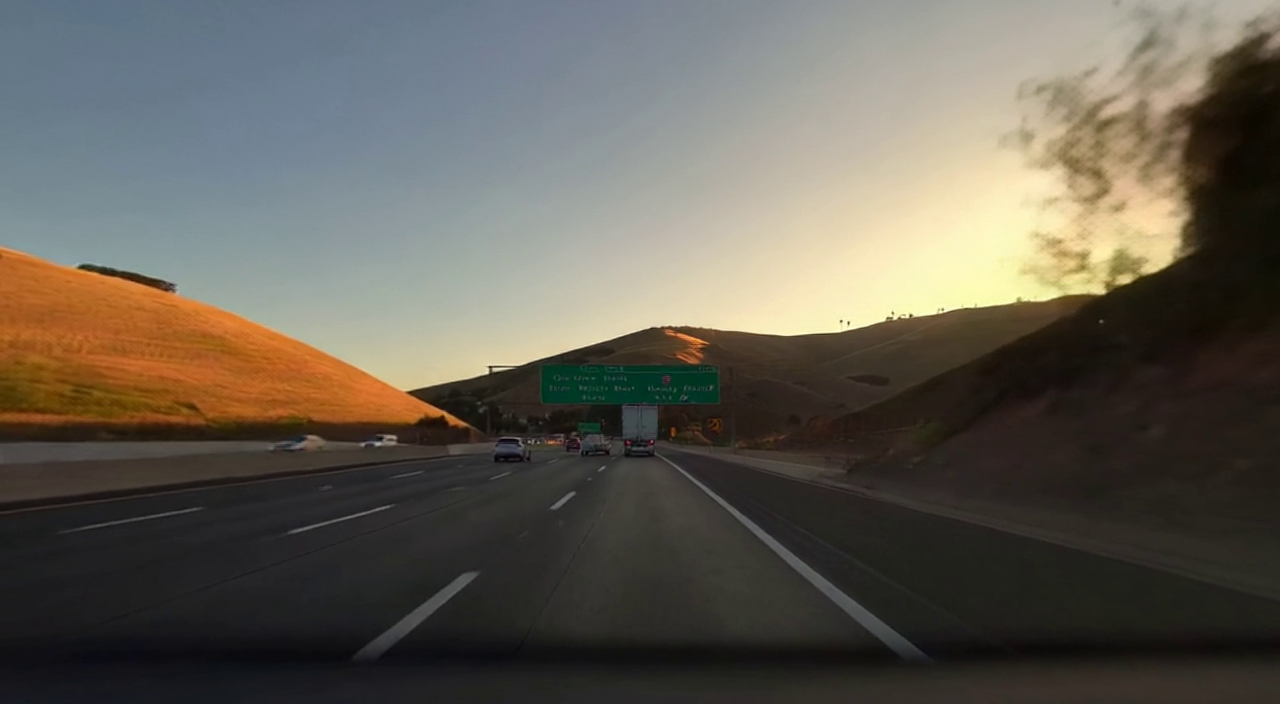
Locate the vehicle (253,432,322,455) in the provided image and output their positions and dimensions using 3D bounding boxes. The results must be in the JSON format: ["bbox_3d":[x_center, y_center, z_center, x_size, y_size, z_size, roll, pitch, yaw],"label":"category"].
[{"bbox_3d":[-24.974,6.536,44.832,2.242,1.542,4.585,0,-8,1],"label":"vehicle"}]

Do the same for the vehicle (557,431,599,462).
[{"bbox_3d":[-3.669,5.703,38.099,2.053,1.746,4.508,0,-8,1],"label":"vehicle"}]

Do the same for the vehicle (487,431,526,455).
[{"bbox_3d":[-10.243,7.026,48.814,1.958,1.758,4.684,0,-8,1],"label":"vehicle"}]
